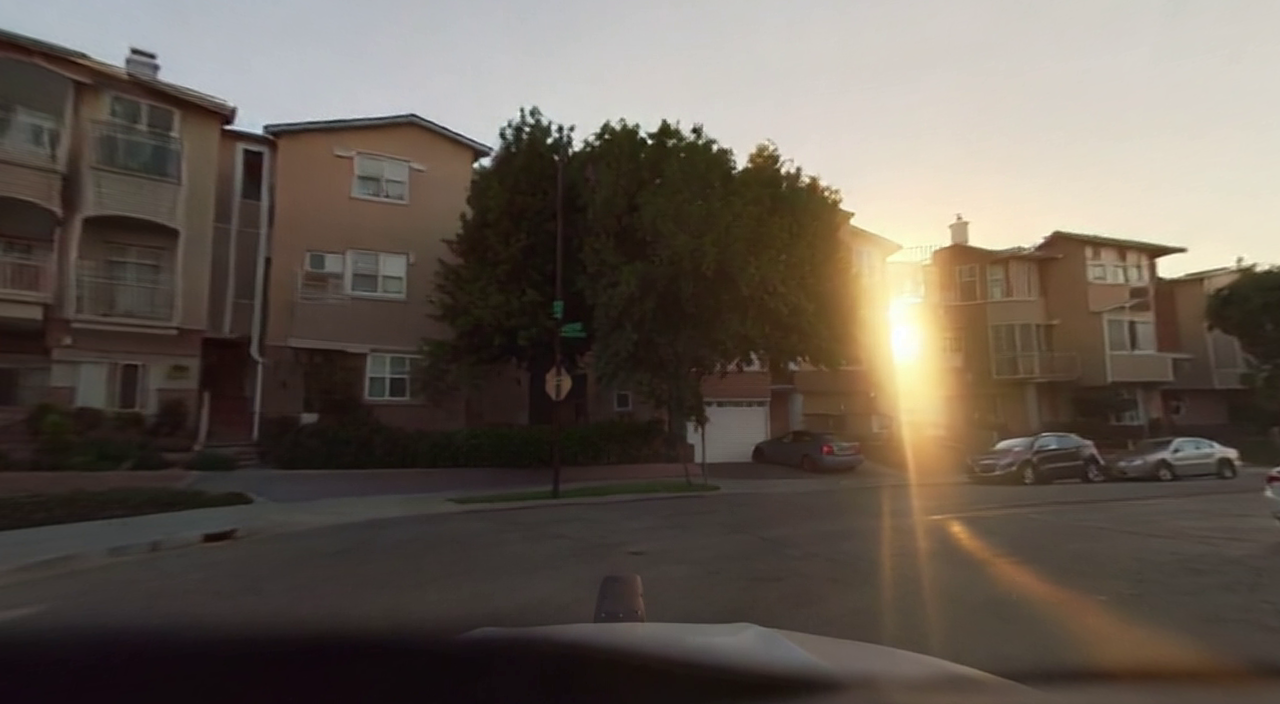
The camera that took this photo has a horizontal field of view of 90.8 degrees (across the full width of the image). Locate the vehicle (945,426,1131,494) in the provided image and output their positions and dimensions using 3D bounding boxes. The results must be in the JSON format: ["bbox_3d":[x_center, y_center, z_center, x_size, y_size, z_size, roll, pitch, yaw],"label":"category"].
[{"bbox_3d":[11.347,3.029,18.076,4.584,1.744,1.946,3,-8,-19],"label":"vehicle"}]

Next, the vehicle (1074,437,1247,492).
[{"bbox_3d":[16.183,3.431,19.648,4.696,1.478,1.902,2,-9,-20],"label":"vehicle"}]

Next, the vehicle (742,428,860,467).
[{"bbox_3d":[6.520,3.829,25.508,4.714,1.458,1.812,5,-9,-32],"label":"vehicle"}]
